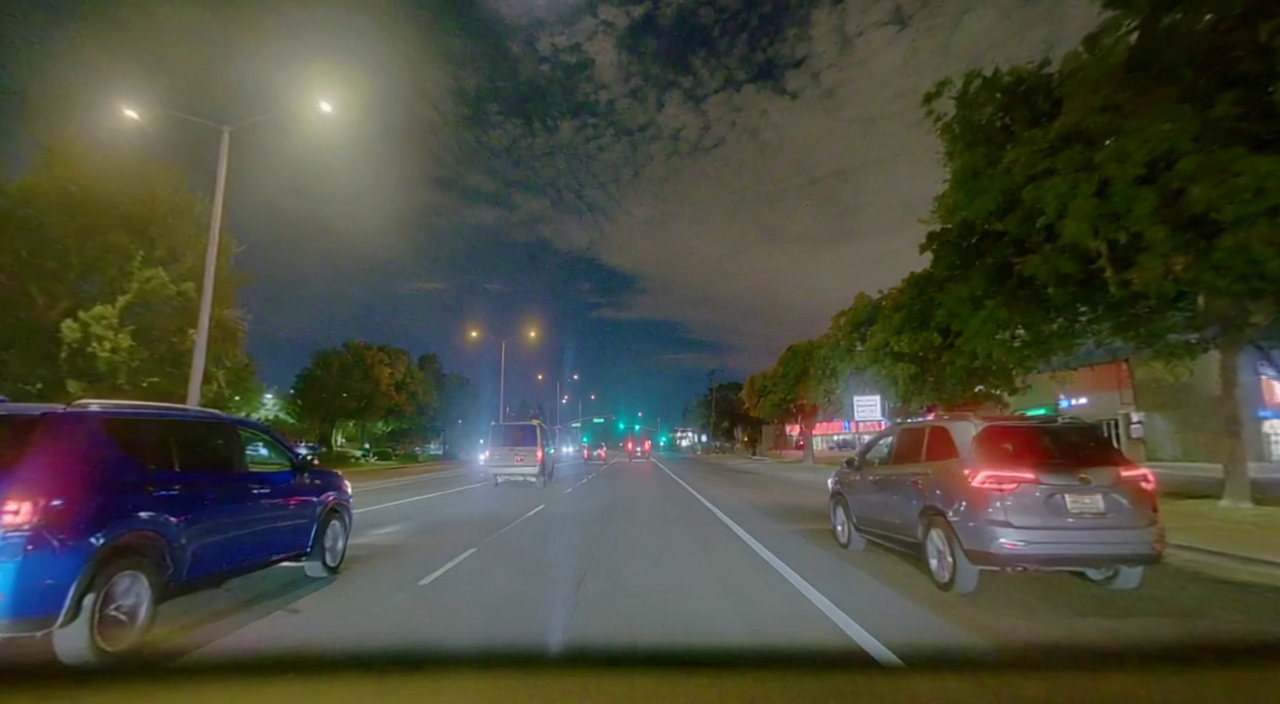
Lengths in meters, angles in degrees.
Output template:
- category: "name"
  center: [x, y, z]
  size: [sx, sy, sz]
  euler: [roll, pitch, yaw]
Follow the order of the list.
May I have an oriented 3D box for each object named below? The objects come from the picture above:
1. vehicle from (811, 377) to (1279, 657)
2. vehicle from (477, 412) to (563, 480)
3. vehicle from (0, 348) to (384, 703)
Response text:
- category: "vehicle"
  center: [3.578, 1.423, 6.543]
  size: [2.167, 1.792, 4.835]
  euler: [0, -9, -1]
- category: "vehicle"
  center: [-5.055, 4.142, 27.754]
  size: [2.863, 2.592, 6.410]
  euler: [1, -9, -3]
- category: "vehicle"
  center: [-3.998, 1.164, 5.049]
  size: [2.038, 1.748, 4.303]
  euler: [0, -9, 0]
